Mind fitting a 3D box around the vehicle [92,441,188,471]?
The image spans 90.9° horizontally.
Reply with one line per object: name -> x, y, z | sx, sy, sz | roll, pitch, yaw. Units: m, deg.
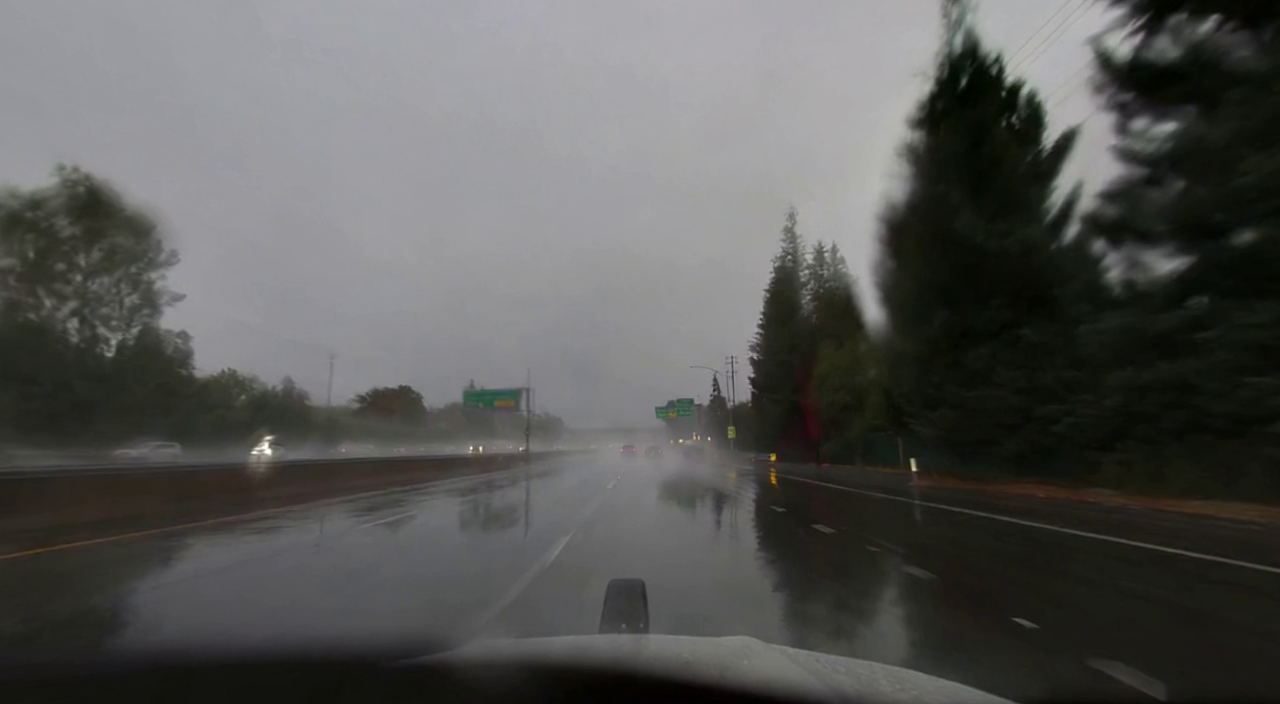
vehicle -> -30.372, 6.313, 38.507 | 1.975, 1.717, 4.668 | 0, -8, 1

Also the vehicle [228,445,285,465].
vehicle -> -30.192, 8.093, 49.785 | 1.717, 1.466, 4.377 | 0, -8, 0
